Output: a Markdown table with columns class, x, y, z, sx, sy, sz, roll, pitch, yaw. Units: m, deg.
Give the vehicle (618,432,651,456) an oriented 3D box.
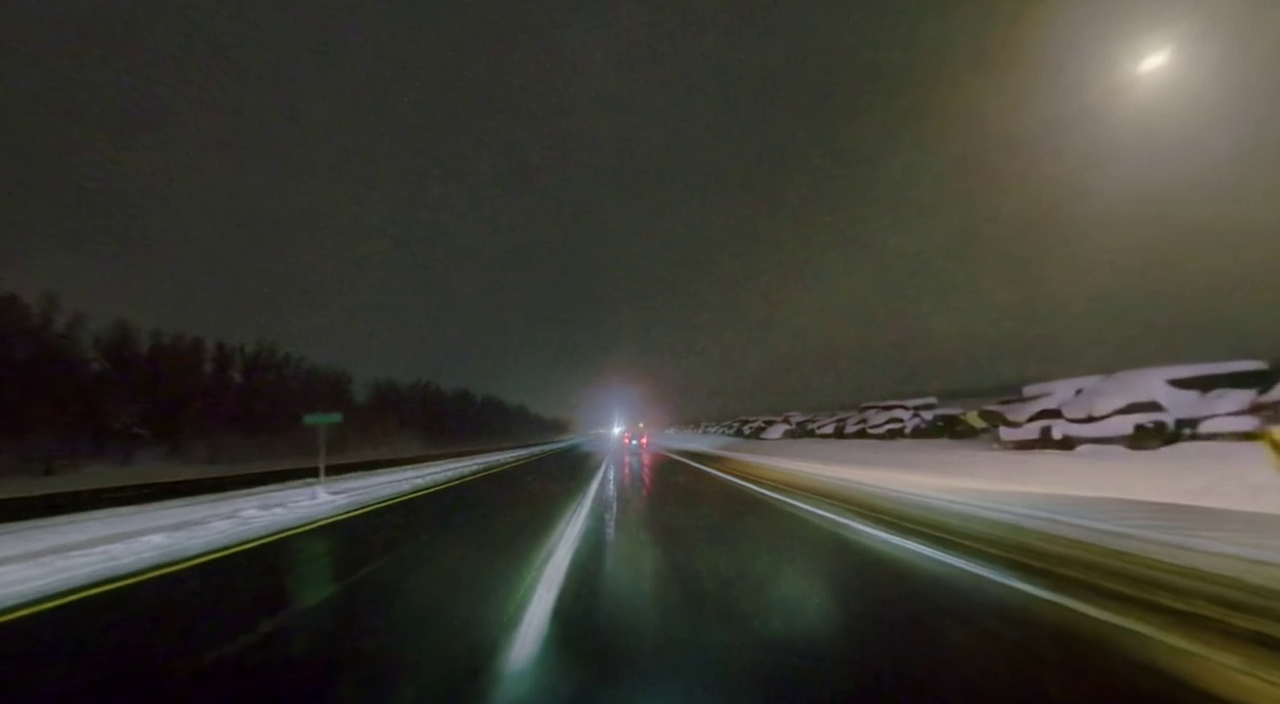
| class | x | y | z | sx | sy | sz | roll | pitch | yaw |
| --- | --- | --- | --- | --- | --- | --- | --- | --- | --- |
| vehicle | -0.403 | 6.160 | 42.213 | 2.037 | 1.504 | 4.248 | 0 | -8 | -3 |
